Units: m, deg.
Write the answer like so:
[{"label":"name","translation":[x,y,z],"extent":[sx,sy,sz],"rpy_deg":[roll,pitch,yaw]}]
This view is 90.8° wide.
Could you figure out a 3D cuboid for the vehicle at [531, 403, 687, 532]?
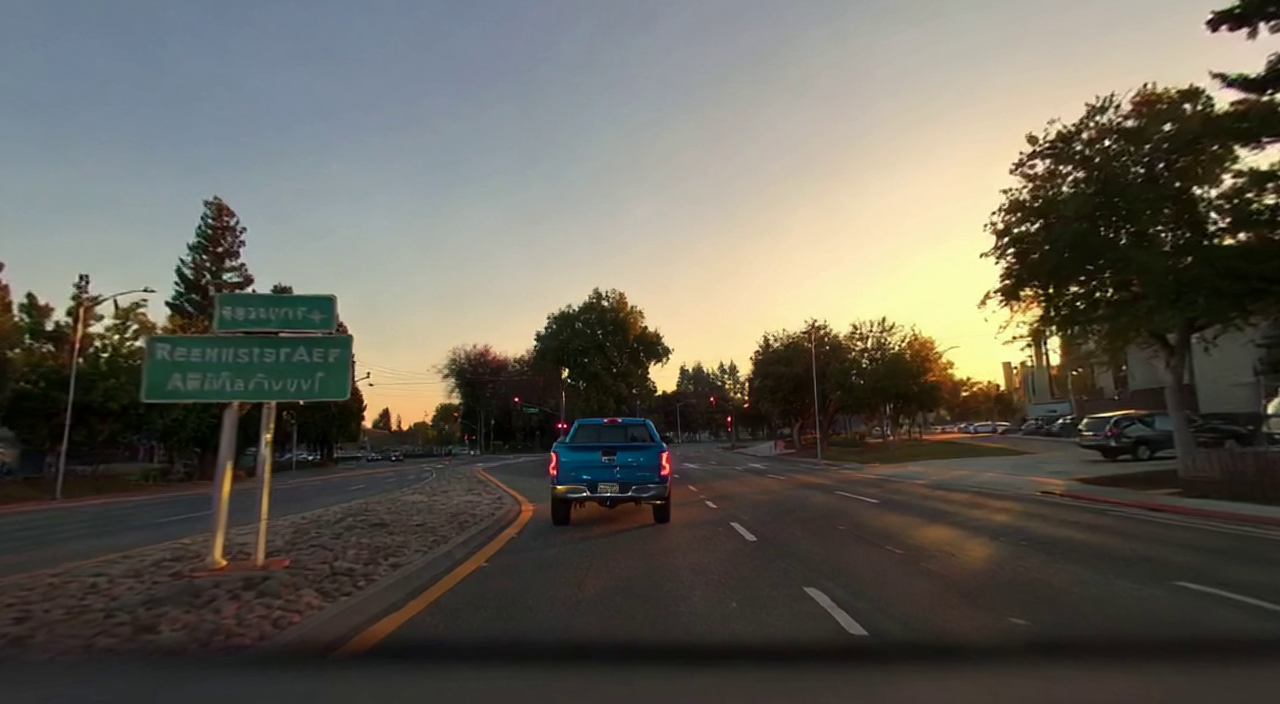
[{"label":"vehicle","translation":[-0.470,1.930,11.144],"extent":[2.145,1.762,4.731],"rpy_deg":[0,-8,-1]}]

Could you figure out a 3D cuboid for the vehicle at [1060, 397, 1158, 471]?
[{"label":"vehicle","translation":[16.513,2.917,22.310],"extent":[1.862,2.438,1.649],"rpy_deg":[0,-10,-14]}]
